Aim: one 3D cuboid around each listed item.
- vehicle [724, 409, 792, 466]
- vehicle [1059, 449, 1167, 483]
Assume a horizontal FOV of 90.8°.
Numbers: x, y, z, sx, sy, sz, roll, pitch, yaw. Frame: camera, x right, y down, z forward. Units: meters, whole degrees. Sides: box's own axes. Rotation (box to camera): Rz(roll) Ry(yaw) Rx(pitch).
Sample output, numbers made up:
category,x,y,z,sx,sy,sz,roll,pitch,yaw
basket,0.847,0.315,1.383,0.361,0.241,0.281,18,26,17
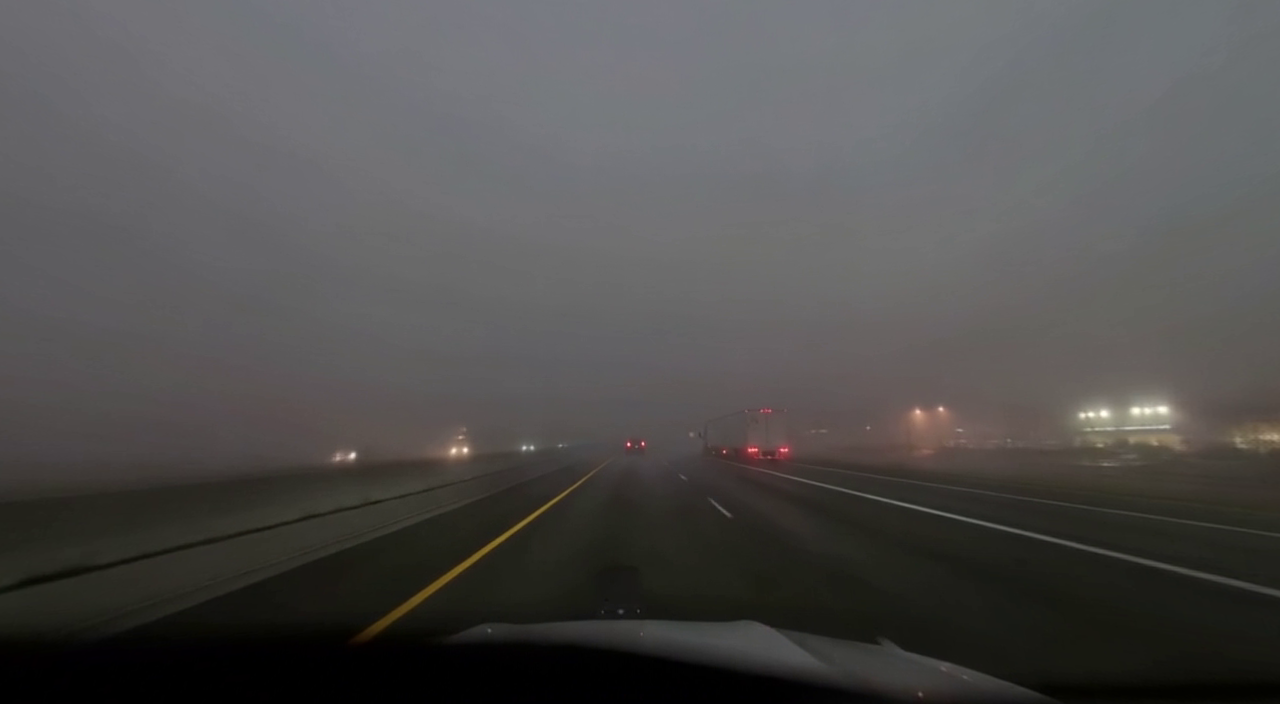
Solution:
category,x,y,z,sx,sy,sz,roll,pitch,yaw
vehicle,7.198,5.392,39.575,2.793,3.204,7.997,0,-8,1
vehicle,33.577,8.091,45.208,2.586,2.046,6.710,-3,-8,1
